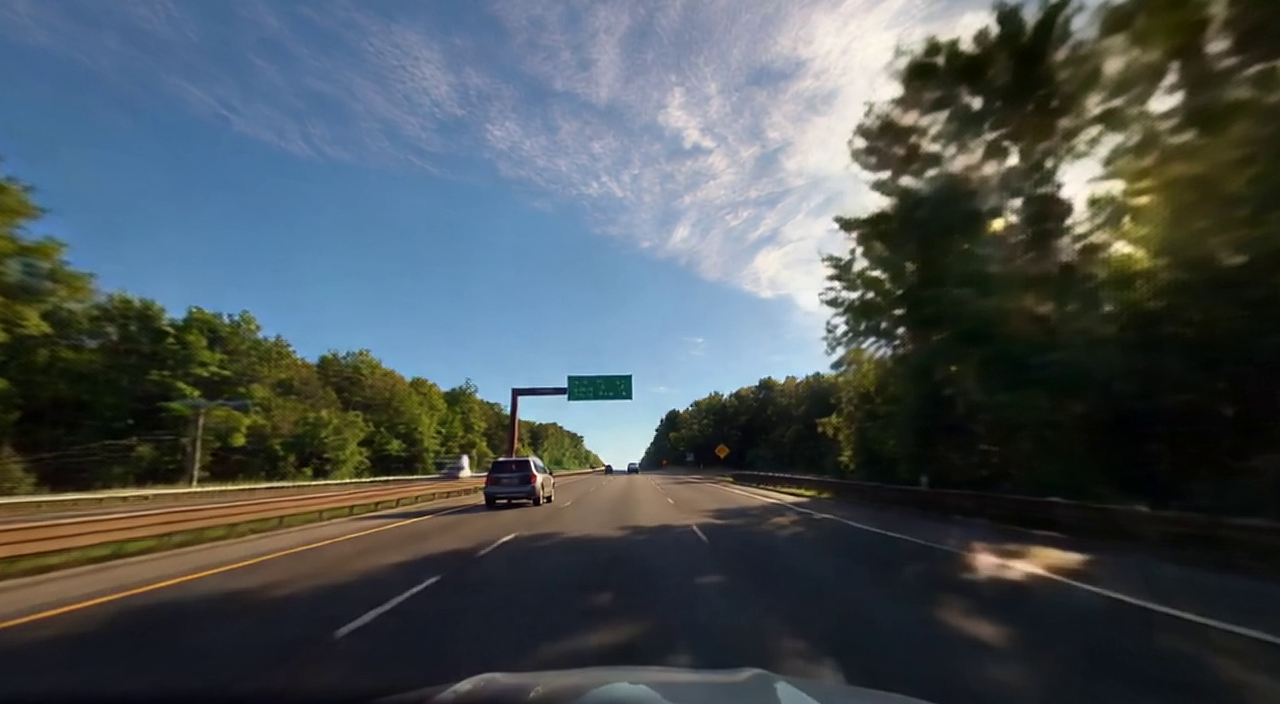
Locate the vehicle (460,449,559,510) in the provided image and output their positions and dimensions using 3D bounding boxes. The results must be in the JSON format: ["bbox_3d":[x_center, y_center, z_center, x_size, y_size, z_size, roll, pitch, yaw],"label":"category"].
[{"bbox_3d":[-3.785,3.826,19.103,2.081,1.586,4.245,1,-10,0],"label":"vehicle"}]
